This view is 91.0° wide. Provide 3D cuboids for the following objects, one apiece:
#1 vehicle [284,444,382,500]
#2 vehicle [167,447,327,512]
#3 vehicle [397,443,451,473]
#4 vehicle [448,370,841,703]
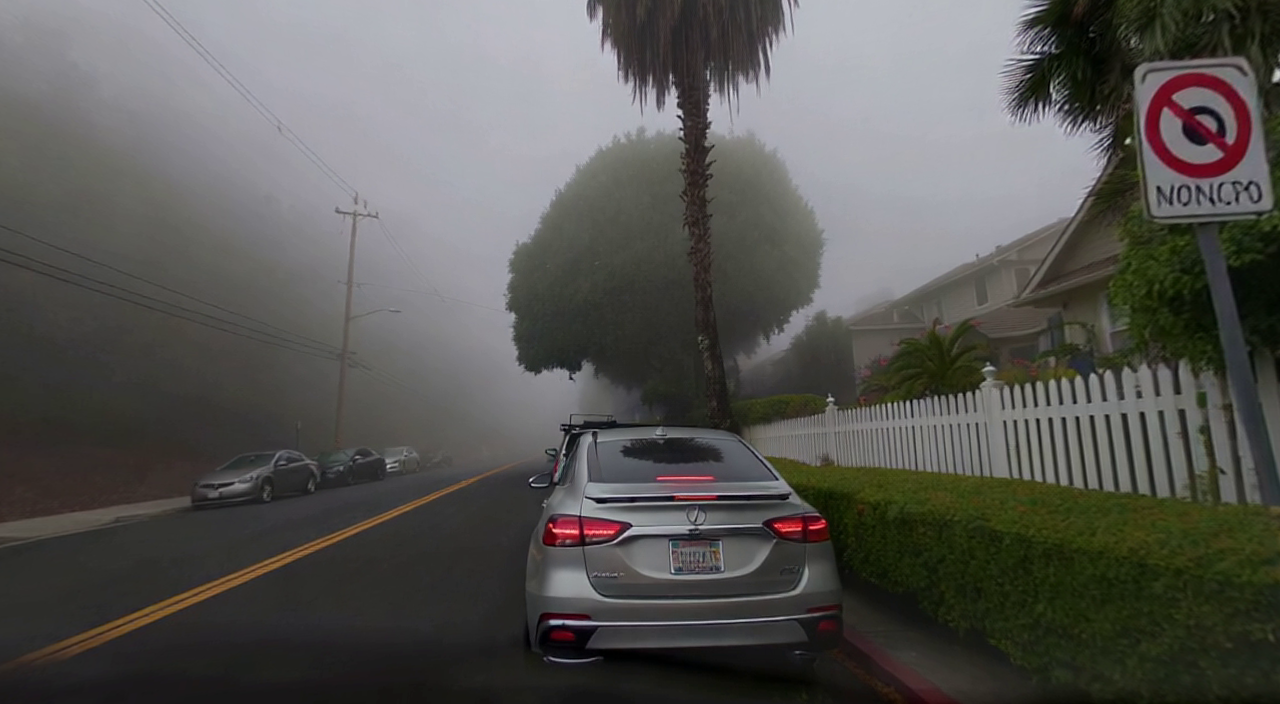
[{"bbox_3d":[-12.158,4.715,25.275,2.048,1.485,4.757,-4,-4,-7],"label":"vehicle"},{"bbox_3d":[-11.394,3.660,18.789,2.017,1.627,5.039,1,-8,-7],"label":"vehicle"},{"bbox_3d":[-13.169,6.466,38.694,2.060,1.689,4.999,1,-8,-7],"label":"vehicle"},{"bbox_3d":[-0.134,1.219,4.994,1.894,1.695,3.795,1,-8,-5],"label":"vehicle"}]
